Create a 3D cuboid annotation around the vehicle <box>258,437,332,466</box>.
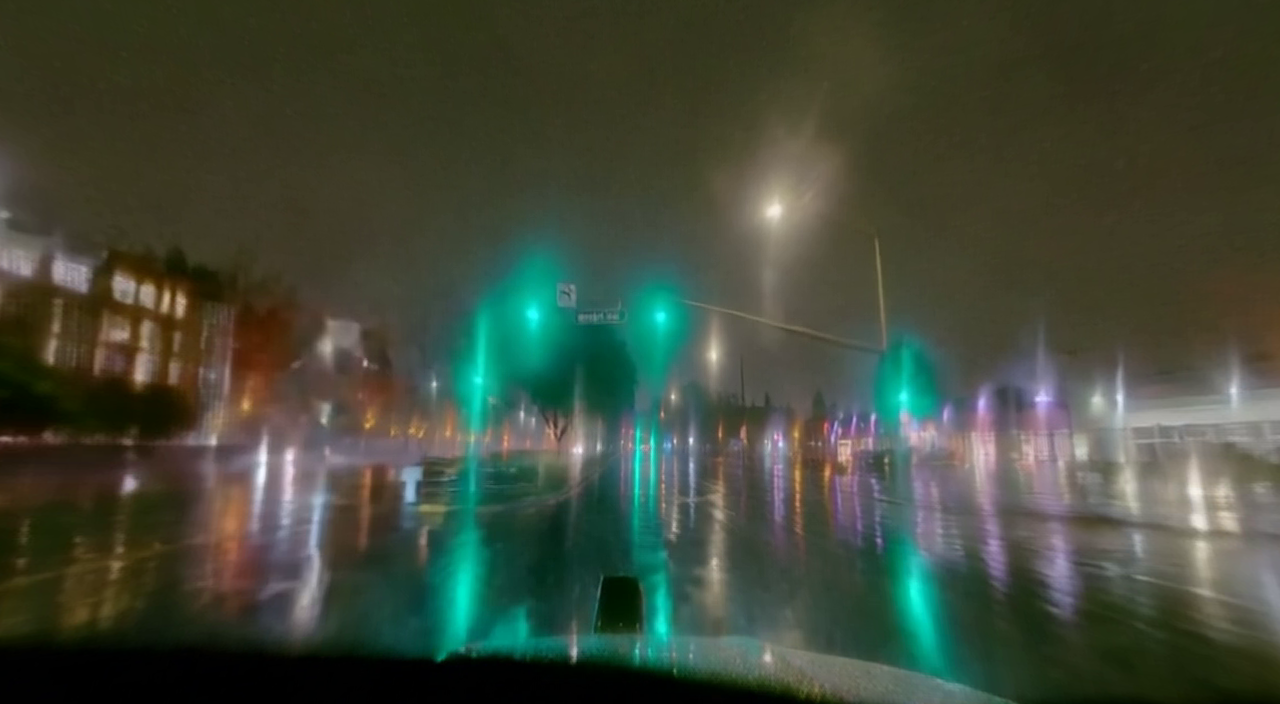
[{"bbox_3d":[-21.581,6.279,39.620,2.016,1.705,4.547,1,-9,0],"label":"vehicle"}]
